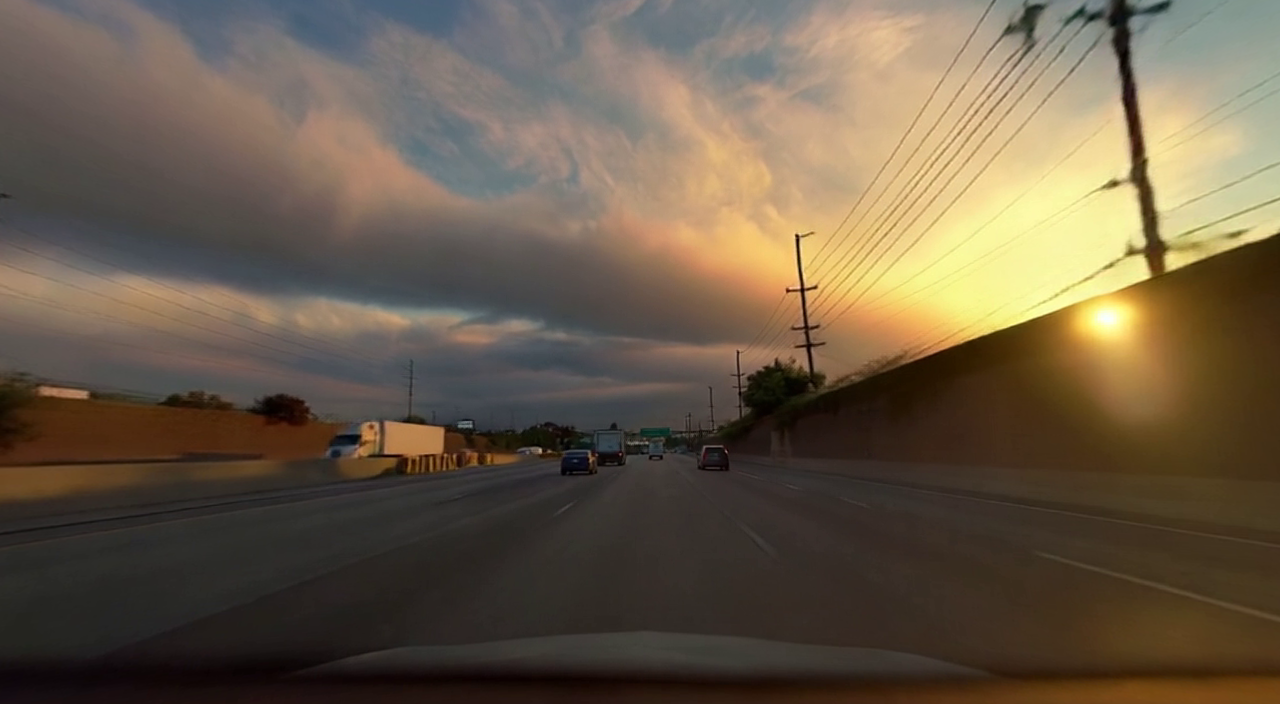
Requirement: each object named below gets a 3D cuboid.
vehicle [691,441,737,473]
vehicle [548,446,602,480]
[{"bbox_3d":[4.415,6.397,38.531,2.214,1.799,4.627,0,-9,-1],"label":"vehicle"},{"bbox_3d":[-2.998,5.228,29.939,2.004,1.498,4.043,0,-9,1],"label":"vehicle"}]
